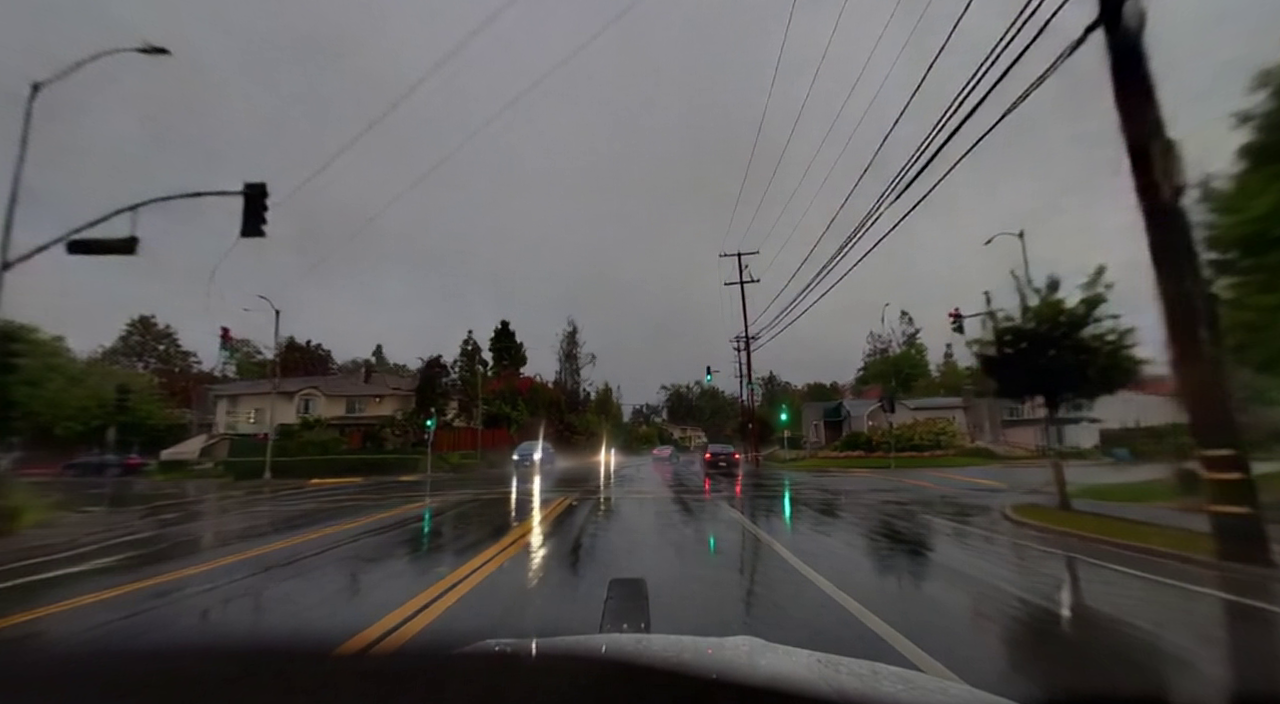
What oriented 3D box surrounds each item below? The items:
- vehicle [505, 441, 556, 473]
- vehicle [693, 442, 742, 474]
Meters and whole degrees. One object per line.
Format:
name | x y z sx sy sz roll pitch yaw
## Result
vehicle | -6.269 6.040 36.598 1.959 1.741 4.393 -1 -8 2
vehicle | 3.842 5.314 31.912 1.951 1.479 4.487 0 -8 0
